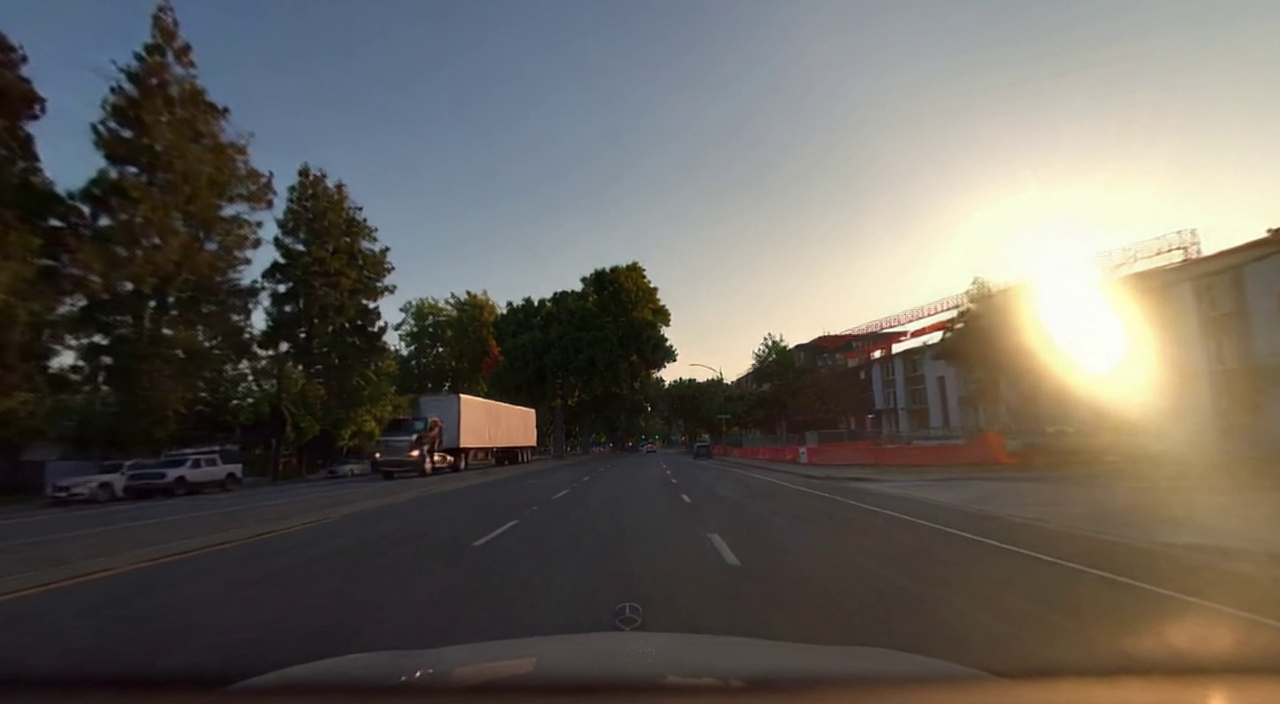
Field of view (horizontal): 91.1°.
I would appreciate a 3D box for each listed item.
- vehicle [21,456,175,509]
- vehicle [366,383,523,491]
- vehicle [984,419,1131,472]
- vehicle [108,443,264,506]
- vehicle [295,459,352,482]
[{"bbox_3d":[-21.542,5.175,25.299,2.168,1.800,4.603,0,-8,-2],"label":"vehicle"},{"bbox_3d":[-7.356,3.511,25.613,3.032,3.524,9.640,0,-8,2],"label":"vehicle"},{"bbox_3d":[16.453,3.741,25.240,2.021,1.835,5.654,1,-8,0],"label":"vehicle"},{"bbox_3d":[-18.205,4.853,25.658,2.154,1.987,5.836,-5,-7,0],"label":"vehicle"},{"bbox_3d":[-21.691,8.101,43.195,1.750,1.390,4.098,0,-8,-1],"label":"vehicle"}]
